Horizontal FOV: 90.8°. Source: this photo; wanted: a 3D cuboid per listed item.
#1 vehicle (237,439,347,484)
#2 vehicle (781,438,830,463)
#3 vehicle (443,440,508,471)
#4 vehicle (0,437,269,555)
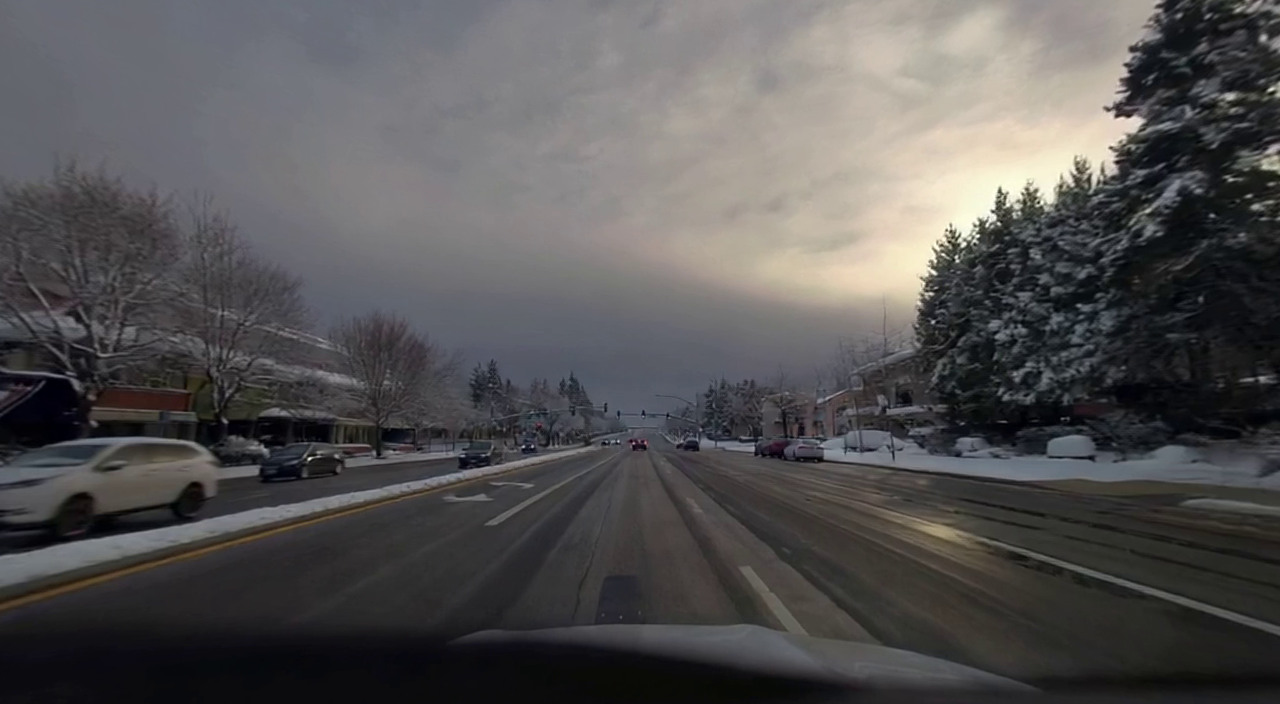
[{"bbox_3d":[-15.337,4.815,28.212,2.053,1.806,4.919,0,-9,0],"label":"vehicle"},{"bbox_3d":[10.348,6.207,39.795,1.861,1.446,4.413,0,-9,-1],"label":"vehicle"},{"bbox_3d":[-8.497,5.403,33.105,2.025,1.479,4.739,-1,-9,1],"label":"vehicle"},{"bbox_3d":[-8.627,2.214,10.533,1.996,1.497,4.667,-1,-9,1],"label":"vehicle"}]
